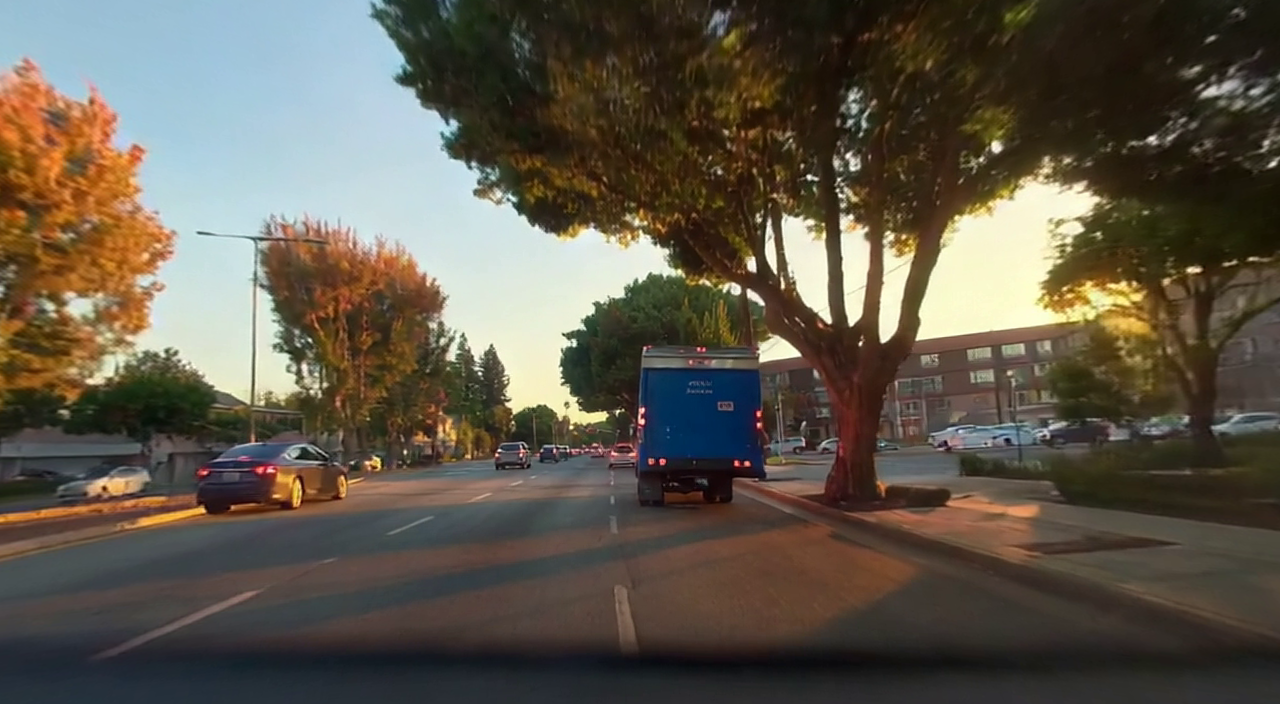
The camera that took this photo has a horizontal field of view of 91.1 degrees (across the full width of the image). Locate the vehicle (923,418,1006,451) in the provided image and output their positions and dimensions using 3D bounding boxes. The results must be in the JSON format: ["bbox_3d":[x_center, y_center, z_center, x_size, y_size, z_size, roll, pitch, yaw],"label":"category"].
[{"bbox_3d":[18.934,4.900,36.871,1.880,1.804,4.679,1,-9,-8],"label":"vehicle"}]

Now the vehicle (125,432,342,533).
[{"bbox_3d":[-7.905,2.509,12.824,1.958,1.672,4.283,1,-8,-7],"label":"vehicle"}]

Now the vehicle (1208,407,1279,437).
[{"bbox_3d":[38.578,4.364,38.785,1.858,1.687,5.044,0,-9,-6],"label":"vehicle"}]

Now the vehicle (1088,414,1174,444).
[{"bbox_3d":[29.476,4.685,37.831,1.827,1.498,3.785,-5,-8,-6],"label":"vehicle"}]

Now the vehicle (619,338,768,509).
[{"bbox_3d":[1.010,2.132,17.913,2.905,3.644,8.807,1,-8,-4],"label":"vehicle"}]

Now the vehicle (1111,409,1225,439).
[{"bbox_3d":[32.416,4.520,38.836,2.039,1.714,5.431,1,-8,-5],"label":"vehicle"}]

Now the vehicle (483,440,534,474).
[{"bbox_3d":[-7.416,5.931,35.824,2.095,1.759,4.433,0,-8,-2],"label":"vehicle"}]

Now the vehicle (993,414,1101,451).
[{"bbox_3d":[24.233,4.893,37.739,2.220,1.981,5.827,3,-8,-5],"label":"vehicle"}]

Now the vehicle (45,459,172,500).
[{"bbox_3d":[-25.885,6.206,30.861,2.180,1.681,4.770,0,-8,-3],"label":"vehicle"}]
